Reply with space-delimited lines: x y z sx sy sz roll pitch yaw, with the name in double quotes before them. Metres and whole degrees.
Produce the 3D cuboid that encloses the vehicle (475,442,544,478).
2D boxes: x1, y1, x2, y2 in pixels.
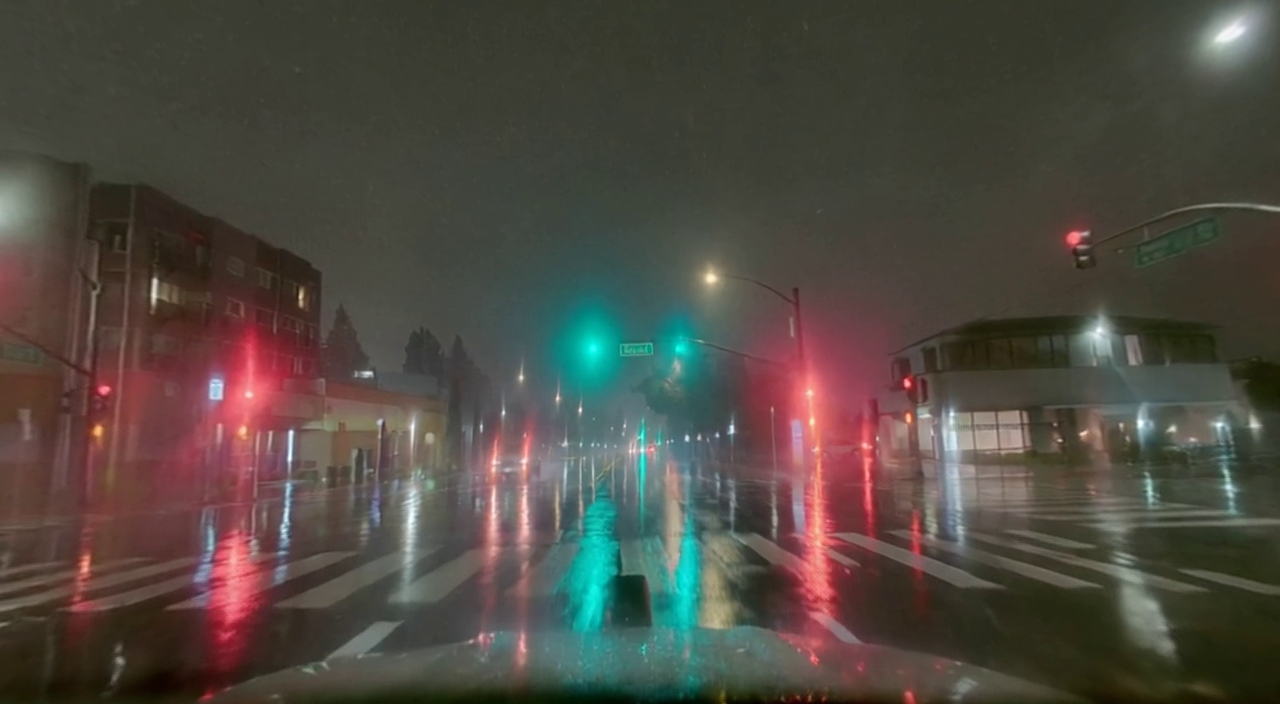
"vehicle" -5.816 4.879 28.732 2.127 1.473 4.428 0 -8 1
